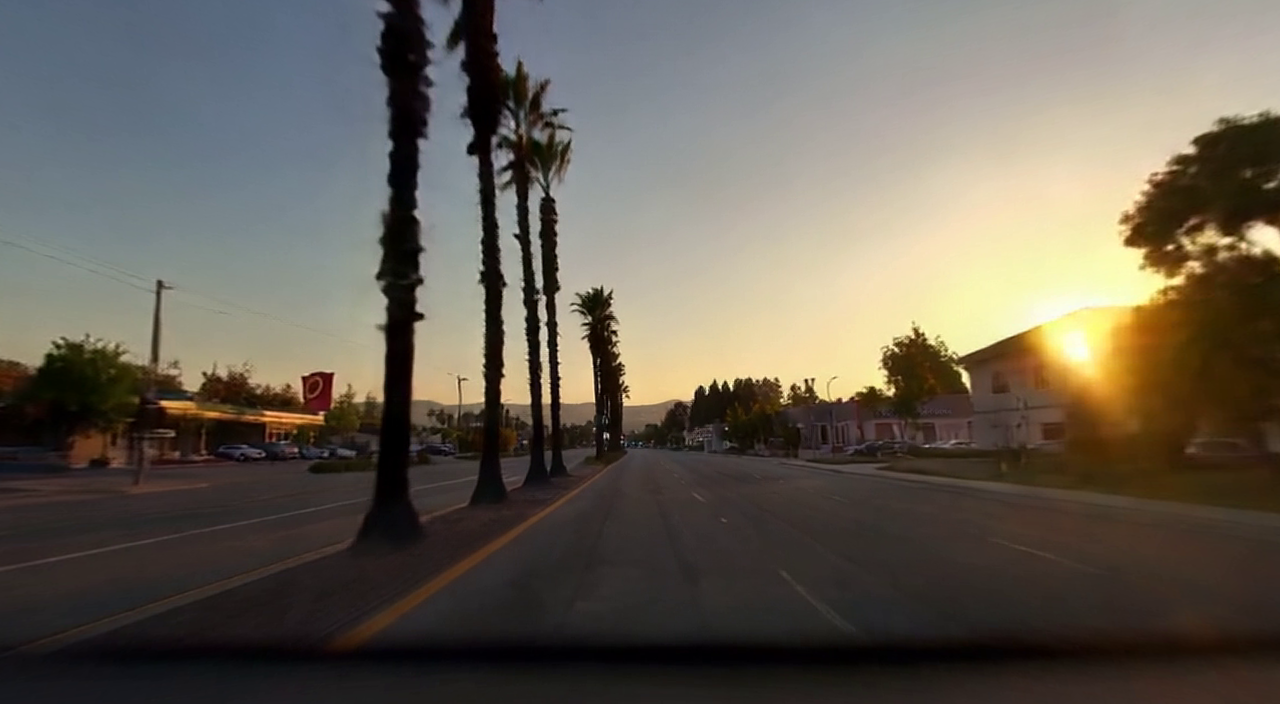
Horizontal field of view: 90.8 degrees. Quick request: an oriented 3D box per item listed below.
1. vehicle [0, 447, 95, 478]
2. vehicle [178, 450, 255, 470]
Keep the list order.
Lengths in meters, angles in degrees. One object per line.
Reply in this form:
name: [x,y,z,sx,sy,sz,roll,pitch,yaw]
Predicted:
vehicle: [-32.099,5.826,33.479,4.607,1.572,2.003,0,-8,2]
vehicle: [-31.528,8.041,47.100,4.351,1.430,1.858,0,-9,-2]
